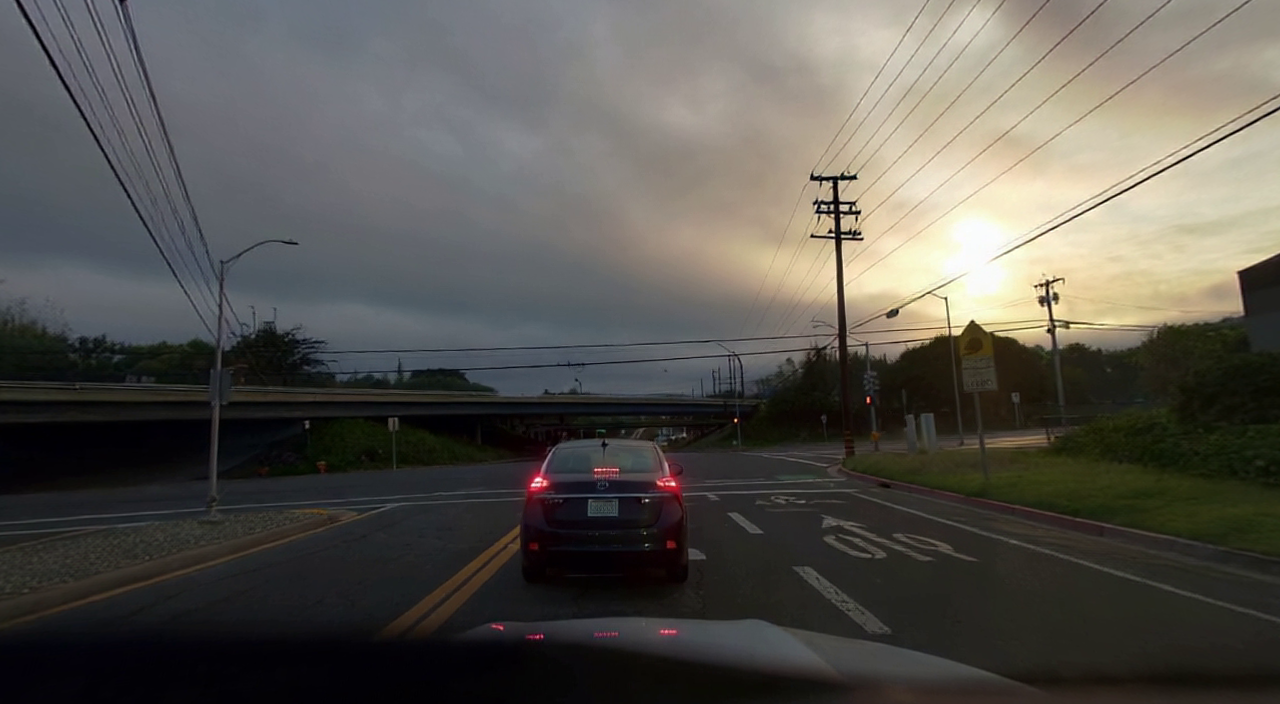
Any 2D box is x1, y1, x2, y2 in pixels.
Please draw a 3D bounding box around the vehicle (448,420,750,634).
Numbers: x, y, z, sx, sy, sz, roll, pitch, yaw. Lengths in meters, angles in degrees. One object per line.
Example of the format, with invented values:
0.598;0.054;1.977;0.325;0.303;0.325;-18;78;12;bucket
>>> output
-0.249;1.522;6.450;2.090;1.458;4.033;-1;-9;1;vehicle
